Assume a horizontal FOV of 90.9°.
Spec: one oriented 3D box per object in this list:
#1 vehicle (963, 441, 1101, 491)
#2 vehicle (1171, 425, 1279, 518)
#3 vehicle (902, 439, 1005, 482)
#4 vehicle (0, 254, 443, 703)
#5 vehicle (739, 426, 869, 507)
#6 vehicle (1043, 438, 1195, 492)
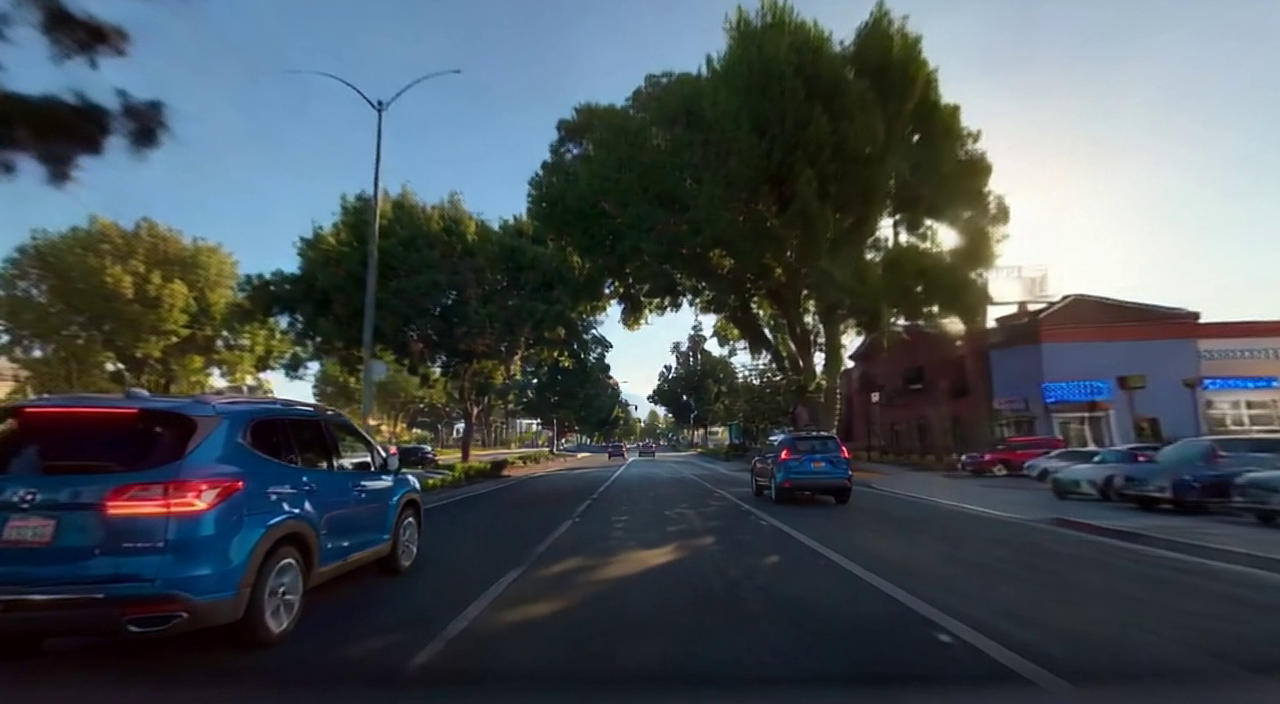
[{"bbox_3d":[13.539,3.929,22.193,1.845,1.497,4.709,-2,-8,1],"label":"vehicle"},{"bbox_3d":[12.161,2.101,11.038,1.781,1.615,4.095,1,-9,-8],"label":"vehicle"},{"bbox_3d":[13.549,4.695,27.635,1.880,1.671,5.180,0,-8,0],"label":"vehicle"},{"bbox_3d":[-3.269,0.970,4.409,2.210,1.925,4.838,0,-8,0],"label":"vehicle"},{"bbox_3d":[3.962,2.846,16.097,2.024,1.773,4.431,0,-8,-1],"label":"vehicle"},{"bbox_3d":[16.339,3.832,21.818,1.896,1.661,4.166,0,-8,-1],"label":"vehicle"}]
